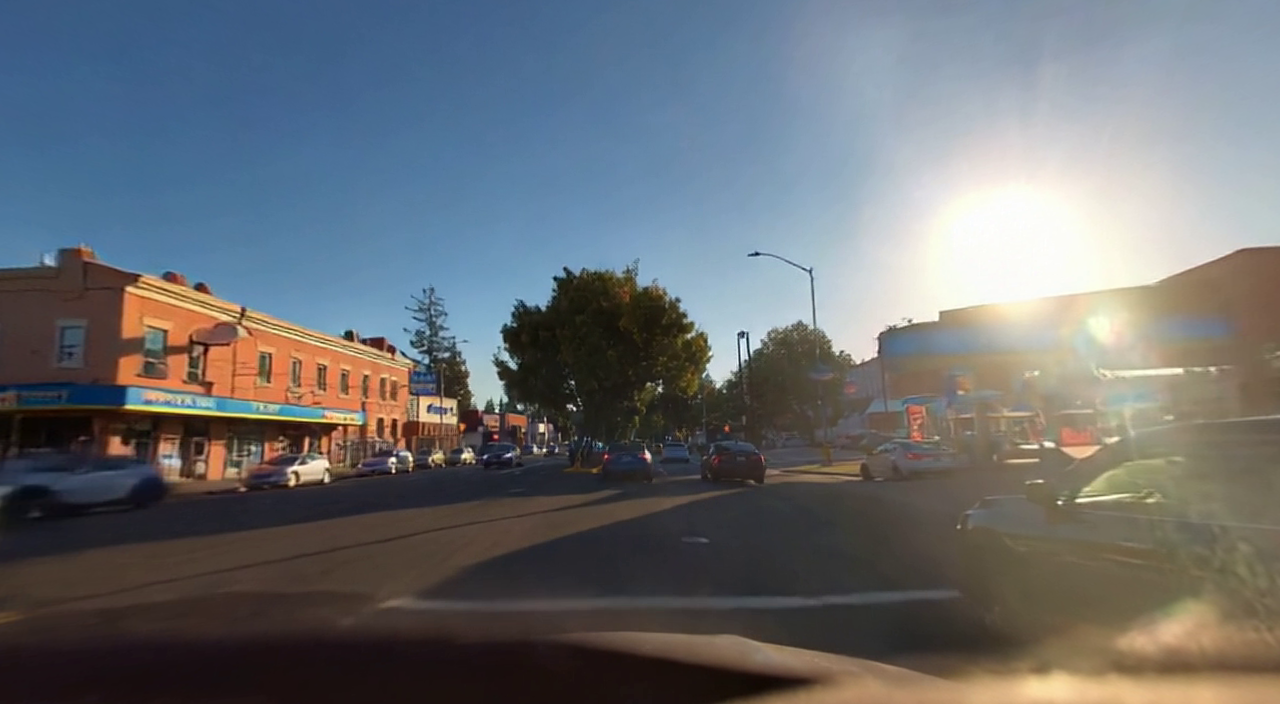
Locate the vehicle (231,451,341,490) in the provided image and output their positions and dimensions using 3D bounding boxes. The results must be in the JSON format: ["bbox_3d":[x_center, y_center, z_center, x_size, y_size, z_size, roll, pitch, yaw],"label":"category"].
[{"bbox_3d":[-14.963,4.993,27.116,2.007,1.463,4.792,0,-8,-1],"label":"vehicle"}]

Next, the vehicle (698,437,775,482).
[{"bbox_3d":[3.427,3.904,23.302,2.060,1.471,4.168,0,-8,-1],"label":"vehicle"}]

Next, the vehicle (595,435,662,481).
[{"bbox_3d":[-0.415,3.850,23.207,2.232,1.508,4.319,0,-8,-1],"label":"vehicle"}]

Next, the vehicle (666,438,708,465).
[{"bbox_3d":[2.799,5.998,38.282,2.098,1.527,3.966,0,-8,-2],"label":"vehicle"}]

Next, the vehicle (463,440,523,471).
[{"bbox_3d":[-8.073,5.738,35.246,2.240,1.550,4.760,0,-8,0],"label":"vehicle"}]

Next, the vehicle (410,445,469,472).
[{"bbox_3d":[-11.630,6.192,37.064,1.915,1.473,4.573,-1,-8,1],"label":"vehicle"}]

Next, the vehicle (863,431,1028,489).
[{"bbox_3d":[9.947,3.568,21.044,4.464,1.755,2.236,-2,-9,14],"label":"vehicle"}]

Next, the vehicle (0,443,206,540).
[{"bbox_3d":[-11.613,2.691,12.955,2.117,1.592,4.660,0,-8,0],"label":"vehicle"}]

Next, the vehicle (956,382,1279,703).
[{"bbox_3d":[3.189,0.819,1.886,2.097,1.502,4.470,0,-8,-1],"label":"vehicle"}]

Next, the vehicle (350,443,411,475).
[{"bbox_3d":[-15.628,6.456,38.369,1.979,1.819,4.308,0,-8,-1],"label":"vehicle"}]
